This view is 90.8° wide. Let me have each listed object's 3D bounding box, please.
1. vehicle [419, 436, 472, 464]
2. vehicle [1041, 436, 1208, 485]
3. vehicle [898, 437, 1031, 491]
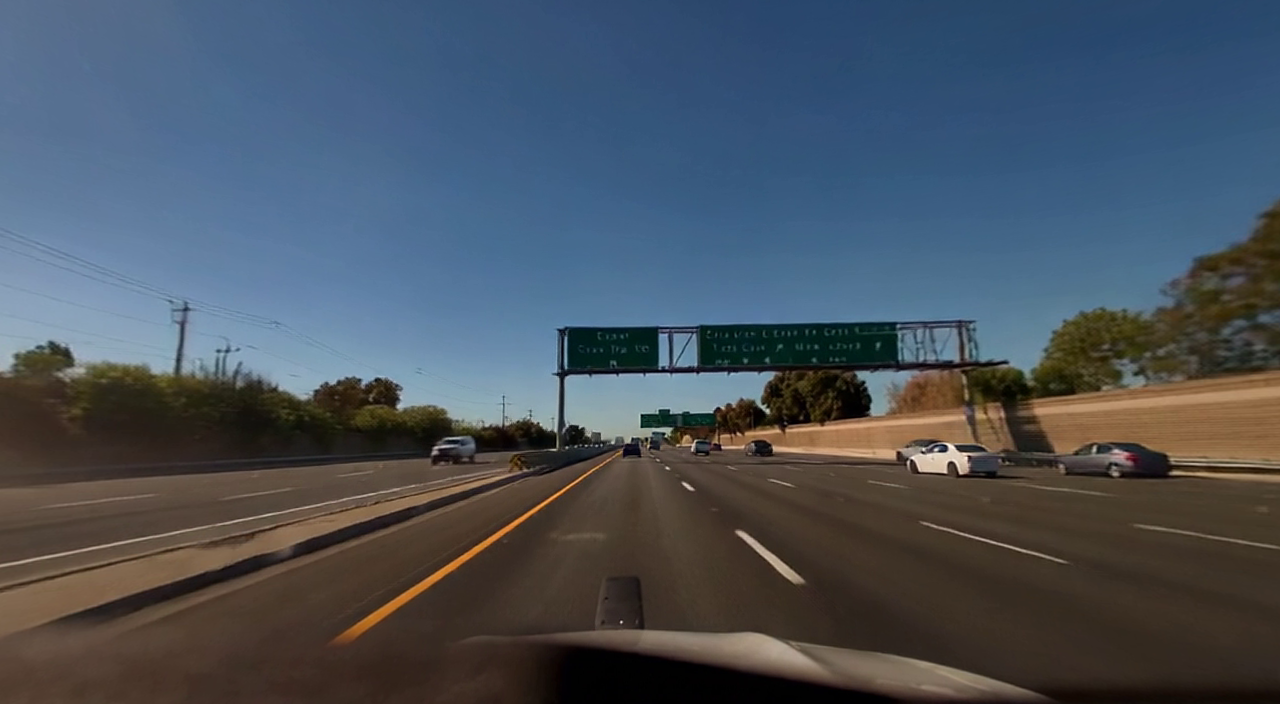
[{"bbox_3d":[-12.574,6.339,41.102,1.989,1.694,4.081,2,-8,1],"label":"vehicle"},{"bbox_3d":[16.568,3.718,22.013,1.936,1.498,4.883,0,-8,0],"label":"vehicle"},{"bbox_3d":[9.644,3.344,19.200,1.836,1.418,4.132,0,-8,0],"label":"vehicle"}]
